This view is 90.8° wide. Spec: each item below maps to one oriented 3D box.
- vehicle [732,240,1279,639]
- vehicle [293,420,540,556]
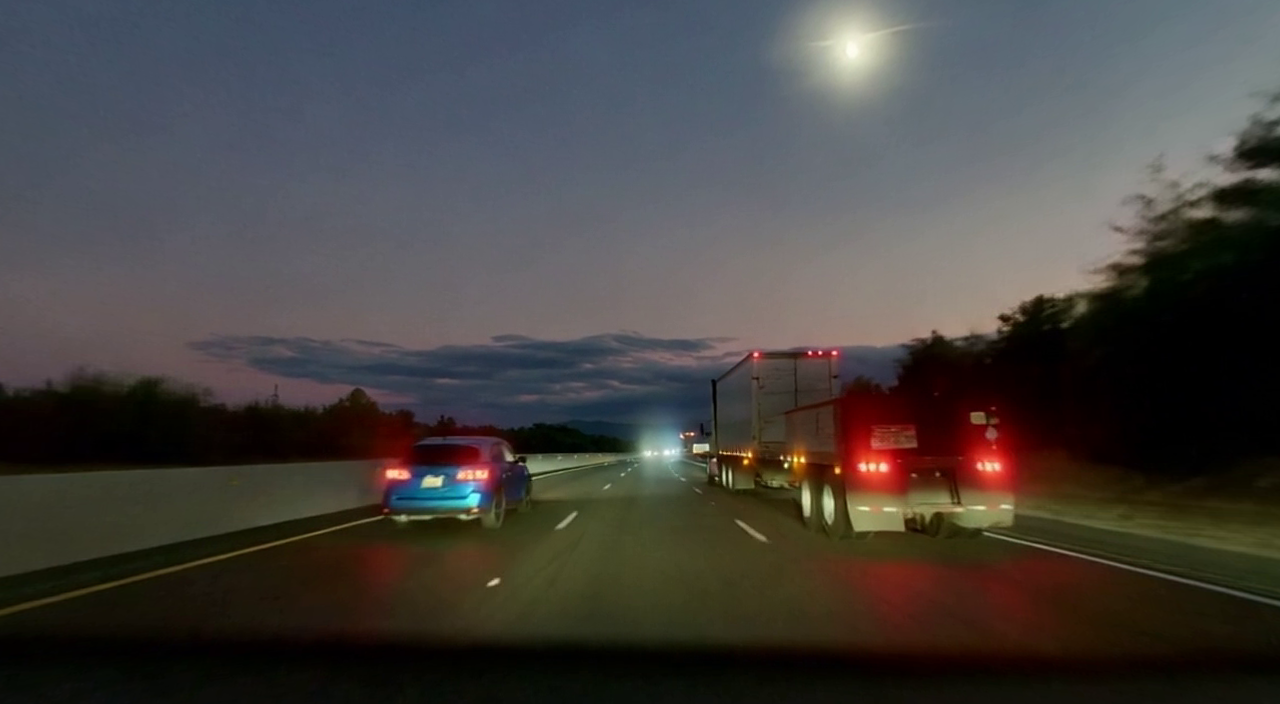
[{"bbox_3d":[4.316,1.773,12.416,2.868,3.427,14.032,0,-9,0],"label":"vehicle"},{"bbox_3d":[-3.161,2.054,10.168,2.297,1.683,4.385,0,-9,1],"label":"vehicle"}]
